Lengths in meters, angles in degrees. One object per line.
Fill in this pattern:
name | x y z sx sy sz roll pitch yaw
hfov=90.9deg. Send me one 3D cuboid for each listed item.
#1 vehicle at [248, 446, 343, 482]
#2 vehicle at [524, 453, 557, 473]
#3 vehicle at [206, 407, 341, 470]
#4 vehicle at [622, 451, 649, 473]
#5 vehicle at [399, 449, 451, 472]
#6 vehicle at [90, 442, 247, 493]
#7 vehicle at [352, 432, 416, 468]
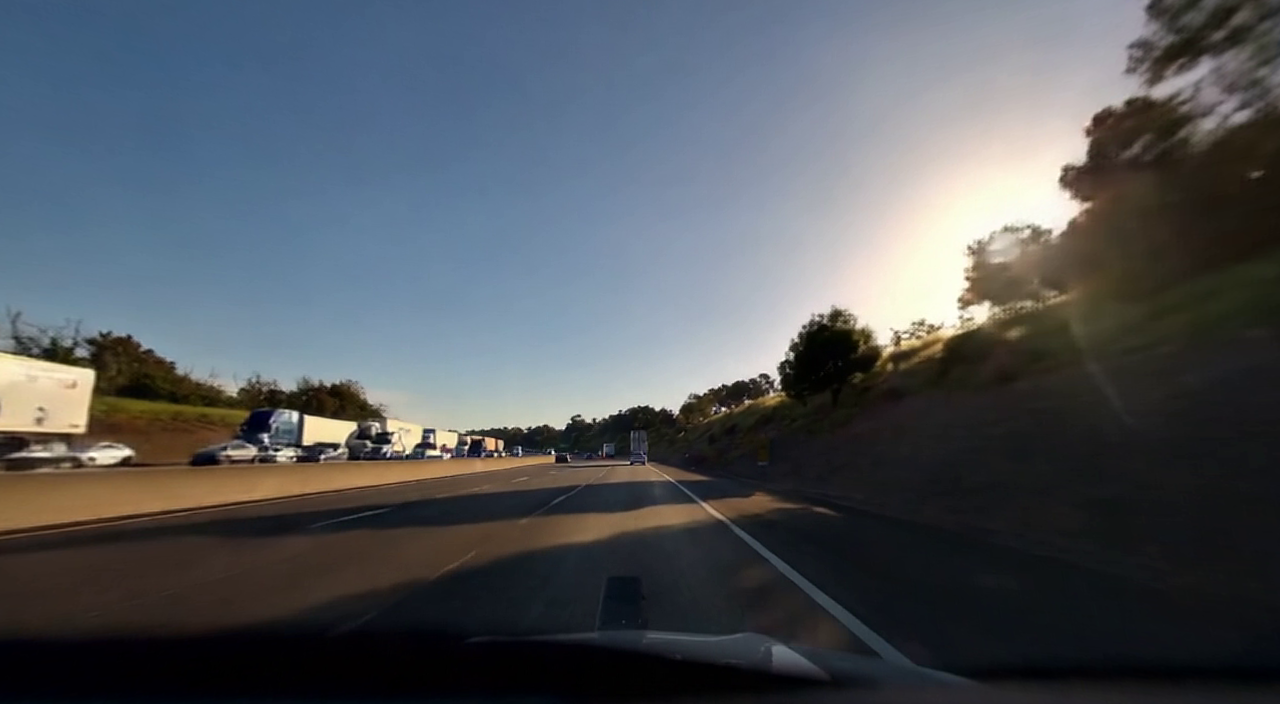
vehicle | -14.853 4.825 27.458 1.837 1.427 4.020 0 -9 0
vehicle | -7.656 8.566 48.956 1.895 1.446 4.456 0 -9 0
vehicle | -23.977 5.872 42.184 2.893 3.701 10.393 0 -9 -1
vehicle | -0.330 8.493 48.851 2.009 1.657 3.962 0 -9 -1
vehicle | -14.832 7.483 43.716 1.935 1.486 4.694 0 -9 0
vehicle | -14.723 3.611 20.023 1.851 1.438 4.071 0 -9 0
vehicle | -19.536 7.567 48.541 2.379 2.537 6.065 0 -9 0
